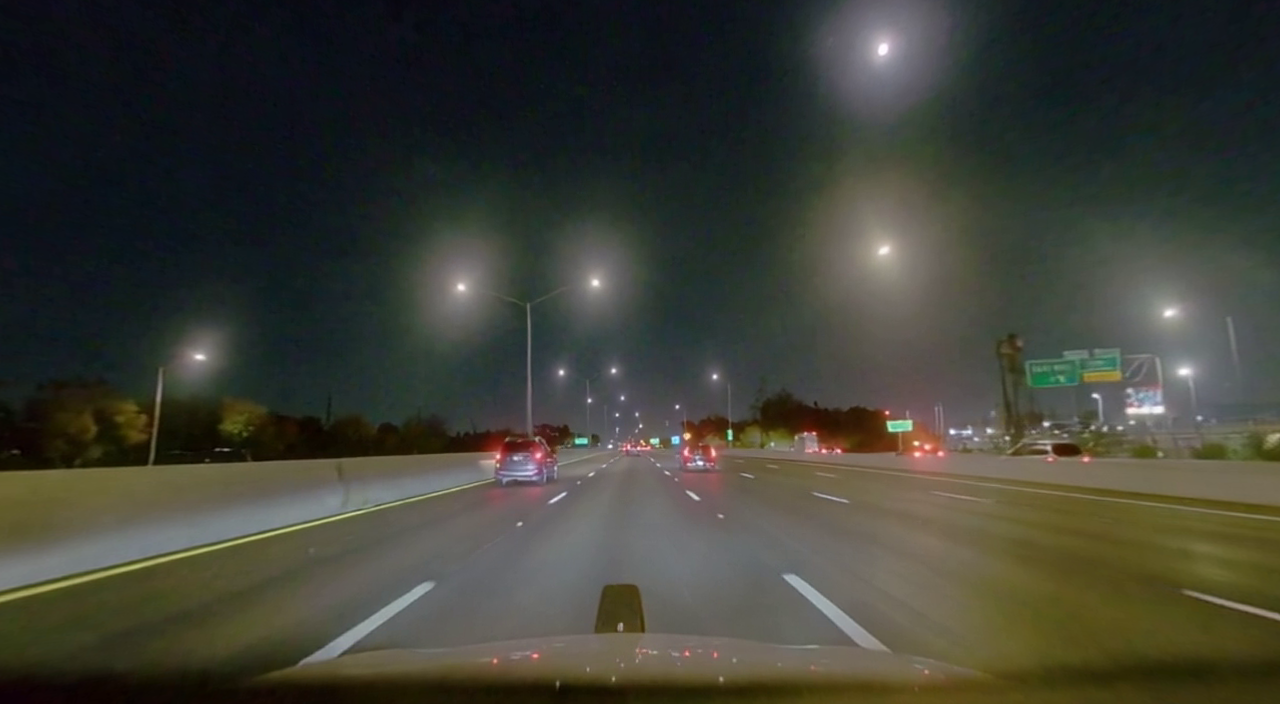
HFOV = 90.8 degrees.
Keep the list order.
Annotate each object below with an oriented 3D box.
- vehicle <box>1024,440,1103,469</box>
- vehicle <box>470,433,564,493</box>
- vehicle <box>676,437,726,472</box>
[{"bbox_3d":[28.138,6.801,42.213,2.070,1.782,5.006,-1,-9,5],"label":"vehicle"},{"bbox_3d":[-3.799,3.522,20.424,2.099,1.682,4.590,0,-9,0],"label":"vehicle"},{"bbox_3d":[2.994,5.139,31.862,1.997,1.638,4.281,0,-9,-1],"label":"vehicle"}]
